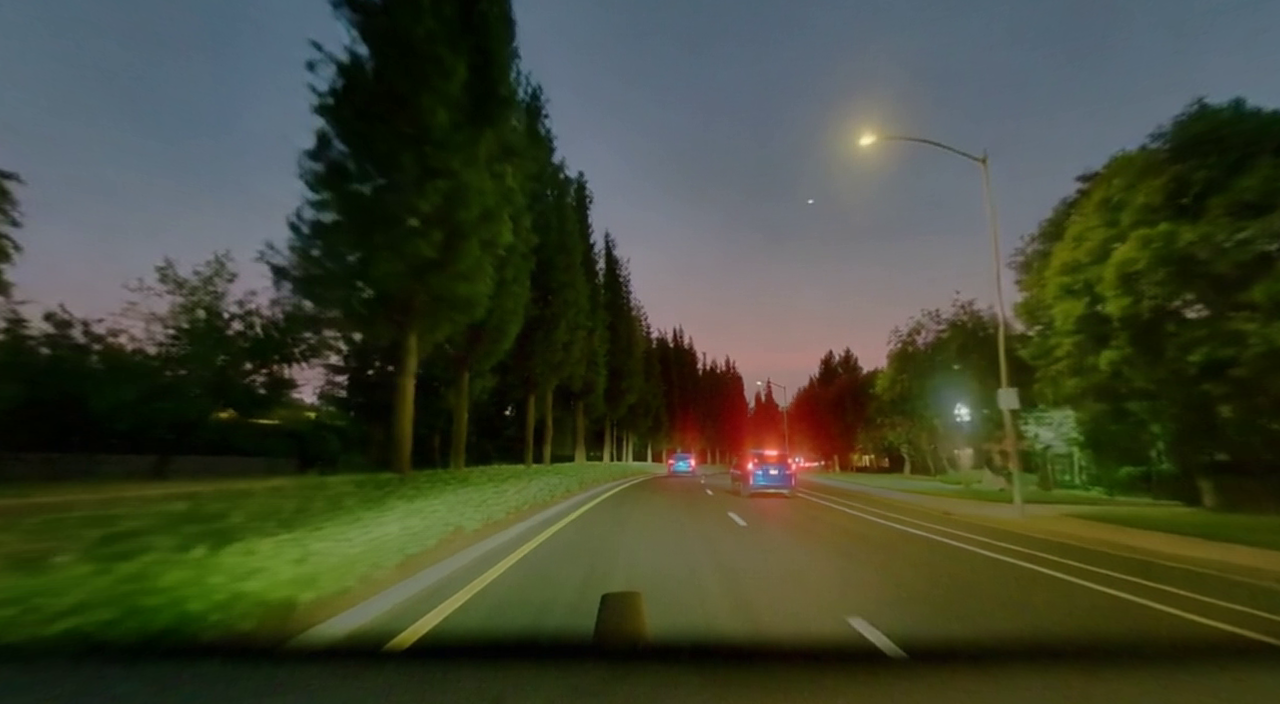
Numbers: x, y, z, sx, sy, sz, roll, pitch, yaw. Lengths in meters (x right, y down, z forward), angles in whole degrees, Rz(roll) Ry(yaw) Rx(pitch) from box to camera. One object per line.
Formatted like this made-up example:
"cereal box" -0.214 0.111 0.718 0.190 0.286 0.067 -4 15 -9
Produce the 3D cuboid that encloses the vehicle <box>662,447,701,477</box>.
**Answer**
"vehicle" 2.754 7.079 40.641 2.251 1.822 4.391 -1 -8 7

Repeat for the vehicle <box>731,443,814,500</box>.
"vehicle" 4.253 3.864 20.813 1.971 1.663 4.287 0 -8 3
